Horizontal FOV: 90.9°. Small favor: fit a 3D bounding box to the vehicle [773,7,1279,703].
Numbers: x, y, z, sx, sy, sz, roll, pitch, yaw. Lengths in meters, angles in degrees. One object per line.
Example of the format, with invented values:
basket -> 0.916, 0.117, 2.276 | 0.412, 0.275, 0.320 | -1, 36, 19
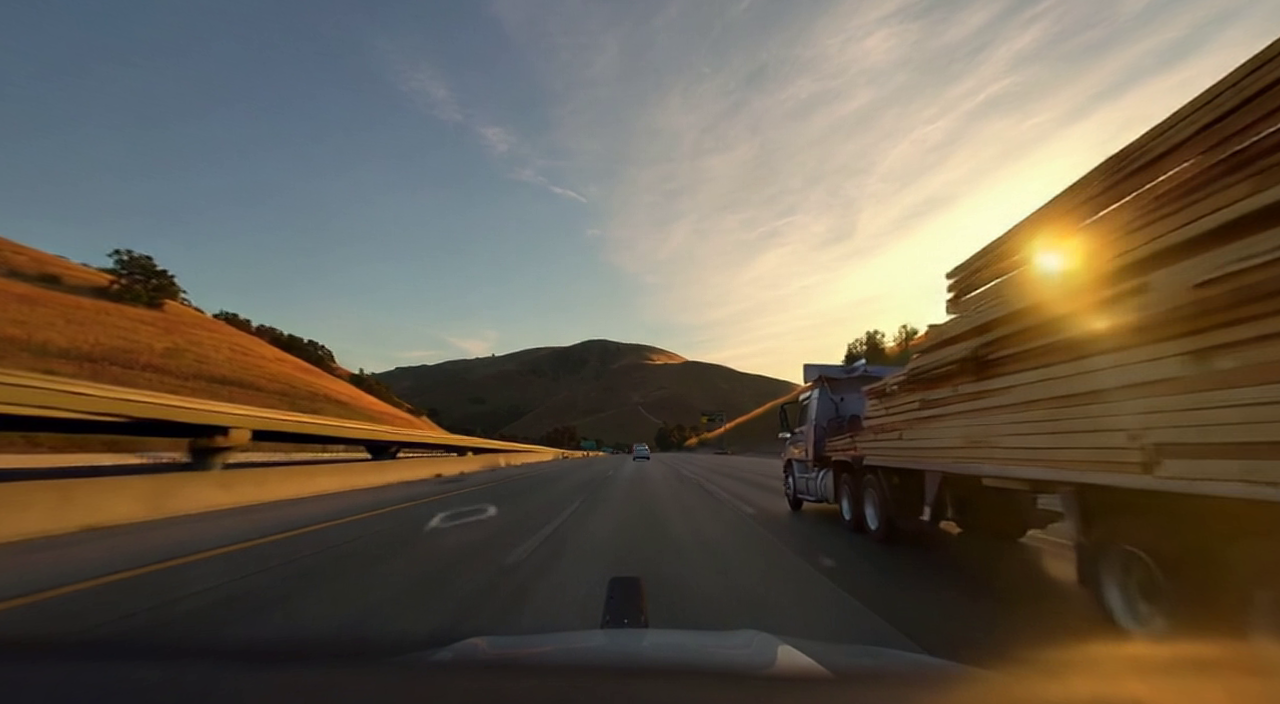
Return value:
vehicle -> 4.074, 0.828, 6.012 | 3.326, 3.089, 10.642 | -1, -9, 0
